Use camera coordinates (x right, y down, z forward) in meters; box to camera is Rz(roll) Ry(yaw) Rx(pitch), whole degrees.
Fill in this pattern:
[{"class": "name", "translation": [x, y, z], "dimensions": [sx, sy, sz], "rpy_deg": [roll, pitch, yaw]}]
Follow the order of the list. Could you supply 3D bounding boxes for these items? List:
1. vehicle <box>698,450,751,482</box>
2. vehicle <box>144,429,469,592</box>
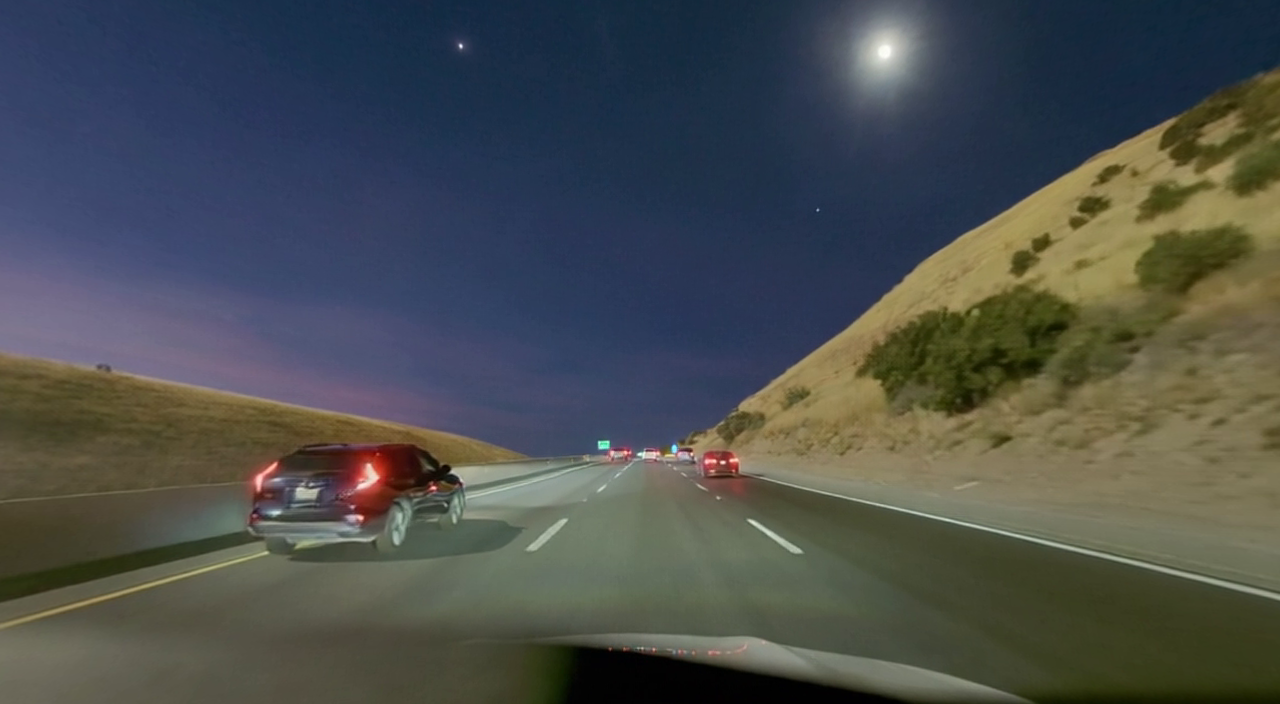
[{"class": "vehicle", "translation": [3.933, 5.357, 29.942], "dimensions": [1.976, 1.352, 3.602], "rpy_deg": [0, -8, -1]}, {"class": "vehicle", "translation": [-3.714, 1.795, 8.014], "dimensions": [1.910, 1.521, 3.930], "rpy_deg": [0, -8, 1]}]
